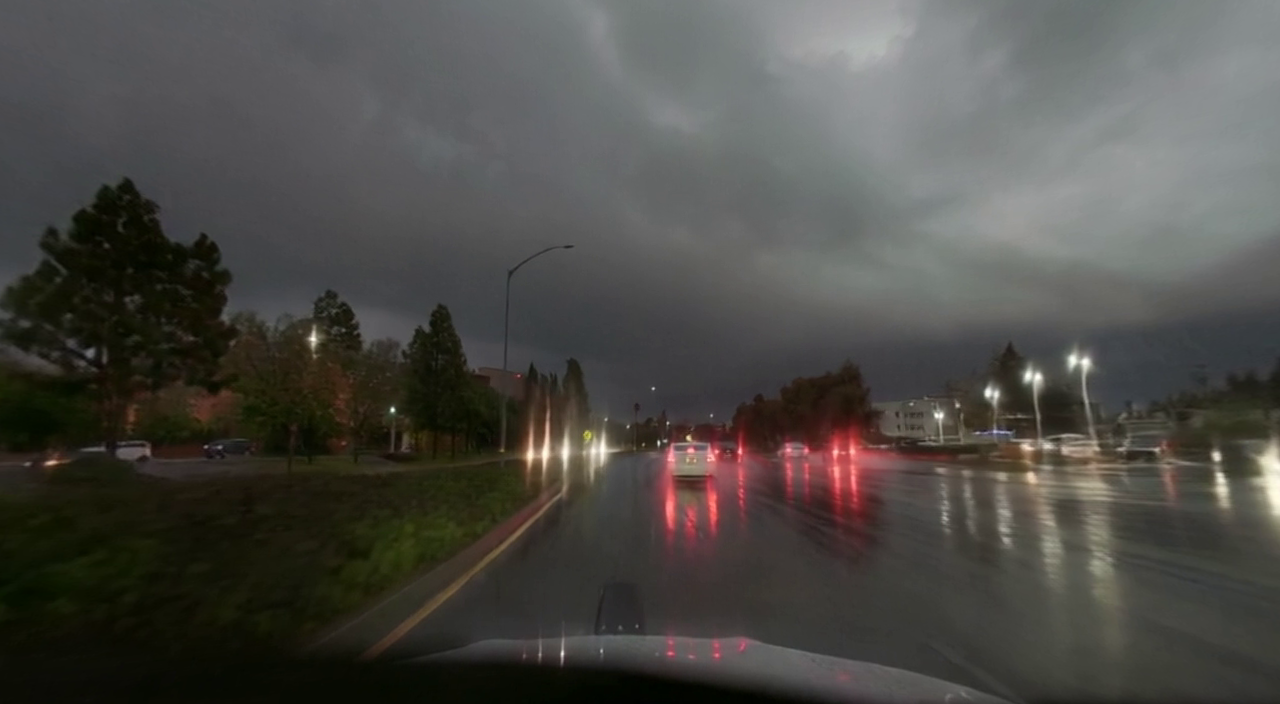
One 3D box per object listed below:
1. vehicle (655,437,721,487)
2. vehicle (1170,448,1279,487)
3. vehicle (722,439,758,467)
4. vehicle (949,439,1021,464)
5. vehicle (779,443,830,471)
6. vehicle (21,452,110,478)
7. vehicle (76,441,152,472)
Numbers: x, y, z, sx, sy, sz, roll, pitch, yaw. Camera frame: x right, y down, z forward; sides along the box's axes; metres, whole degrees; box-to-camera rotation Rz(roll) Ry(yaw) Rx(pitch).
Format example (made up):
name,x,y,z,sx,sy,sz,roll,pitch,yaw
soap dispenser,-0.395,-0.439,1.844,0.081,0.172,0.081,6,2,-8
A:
name,x,y,z,sx,sy,sz,roll,pitch,yaw
vehicle,1.648,3.934,22.789,2.145,1.603,4.369,0,-9,2
vehicle,23.541,4.433,24.442,1.658,1.363,4.223,2,-9,-15
vehicle,6.828,6.912,43.348,1.976,1.796,4.159,0,-9,3
vehicle,26.730,7.676,48.784,4.719,1.851,1.920,2,-9,-15
vehicle,9.474,6.047,36.536,1.928,1.488,4.361,0,-9,2
vehicle,-35.950,7.045,39.550,1.880,1.535,4.620,2,-9,-11
vehicle,-37.495,7.469,45.057,2.208,2.008,5.391,2,-9,-18
